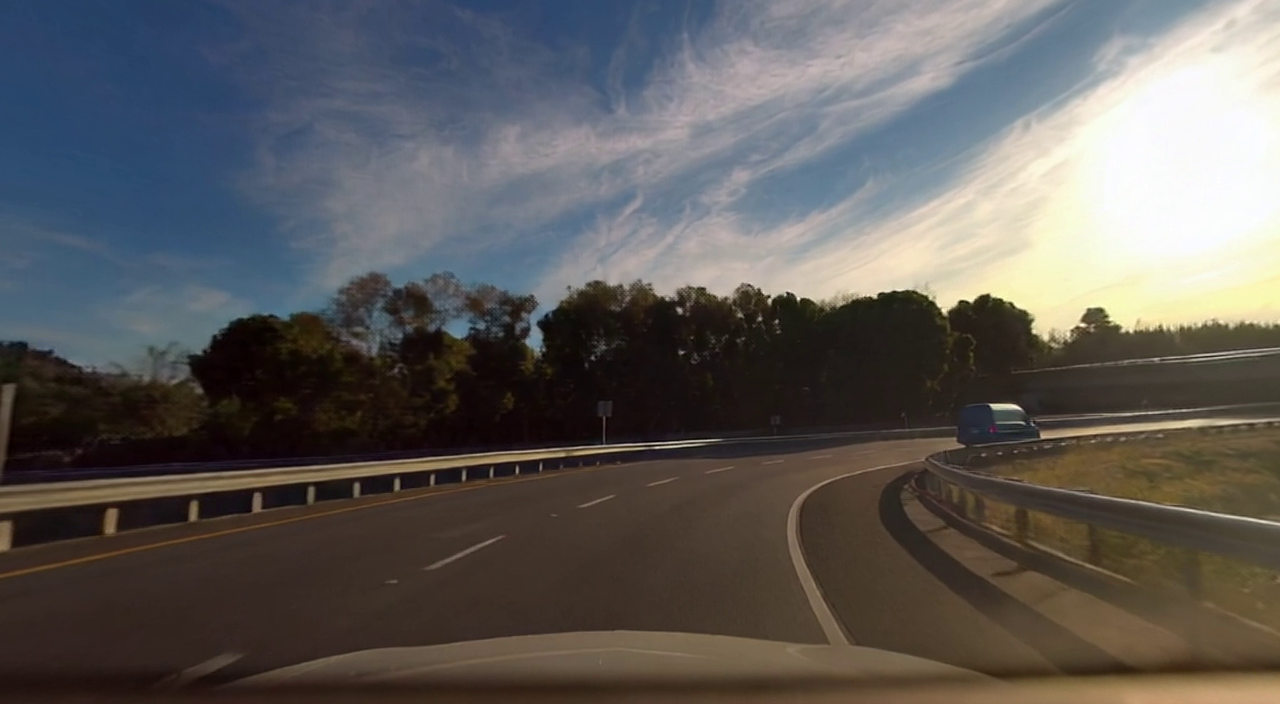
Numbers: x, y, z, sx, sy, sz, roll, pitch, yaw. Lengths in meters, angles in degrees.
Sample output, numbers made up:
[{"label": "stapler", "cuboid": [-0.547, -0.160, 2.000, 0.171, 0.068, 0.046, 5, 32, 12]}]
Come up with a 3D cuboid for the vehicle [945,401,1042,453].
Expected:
[{"label": "vehicle", "cuboid": [19.043, 4.085, 33.876, 5.330, 2.577, 2.352, 6, -10, -35]}]
